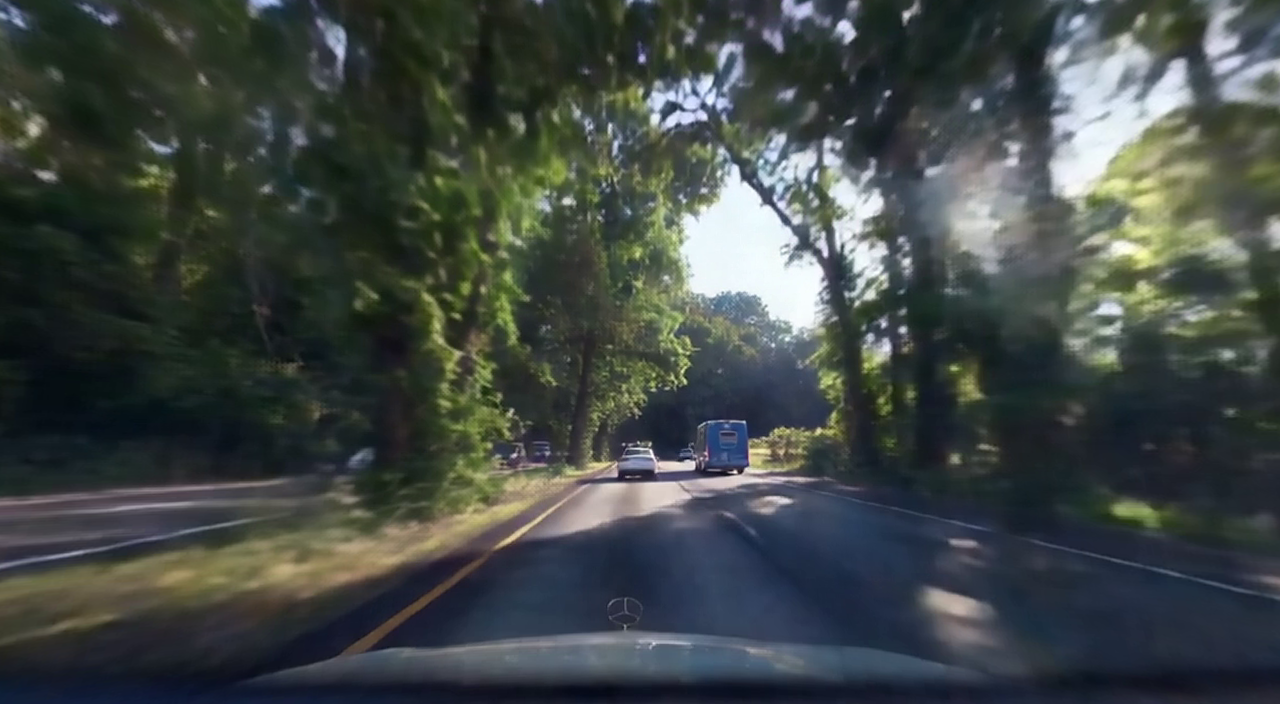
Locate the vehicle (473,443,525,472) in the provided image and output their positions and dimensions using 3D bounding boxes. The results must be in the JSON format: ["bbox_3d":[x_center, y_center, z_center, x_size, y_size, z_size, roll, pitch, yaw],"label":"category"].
[{"bbox_3d":[-7.929,5.986,35.889,1.899,1.539,4.250,0,-9,1],"label":"vehicle"}]

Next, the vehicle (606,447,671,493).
[{"bbox_3d":[-0.048,3.995,21.647,2.037,1.417,3.885,0,-9,0],"label":"vehicle"}]

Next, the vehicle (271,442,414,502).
[{"bbox_3d":[-8.024,3.260,17.492,2.047,1.440,3.907,0,-9,0],"label":"vehicle"}]

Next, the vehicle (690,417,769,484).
[{"bbox_3d":[3.805,4.382,28.155,2.513,2.633,5.930,0,-9,-1],"label":"vehicle"}]
